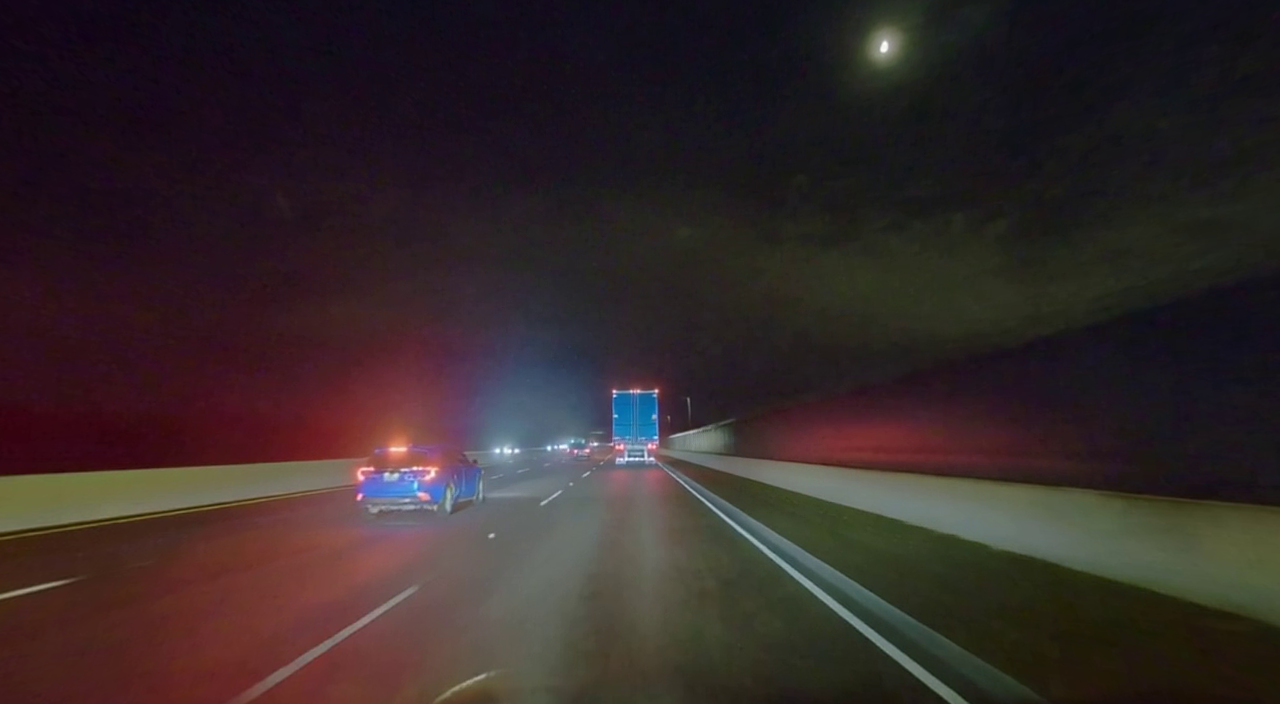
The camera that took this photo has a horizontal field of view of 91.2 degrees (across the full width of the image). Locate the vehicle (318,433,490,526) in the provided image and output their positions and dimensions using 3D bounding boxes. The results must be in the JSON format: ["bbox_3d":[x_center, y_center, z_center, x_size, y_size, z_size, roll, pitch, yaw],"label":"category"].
[{"bbox_3d":[-4.333,2.392,12.240,1.895,1.500,3.808,0,-9,0],"label":"vehicle"}]

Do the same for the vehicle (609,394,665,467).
[{"bbox_3d":[-0.257,5.216,40.506,3.123,4.094,10.812,0,-9,-1],"label":"vehicle"}]

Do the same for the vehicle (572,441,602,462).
[{"bbox_3d":[-4.152,7.831,49.401,2.006,1.572,4.082,0,-9,0],"label":"vehicle"}]

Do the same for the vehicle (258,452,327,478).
[{"bbox_3d":[-21.391,6.963,38.795,1.784,1.485,4.381,0,-9,-1],"label":"vehicle"}]
